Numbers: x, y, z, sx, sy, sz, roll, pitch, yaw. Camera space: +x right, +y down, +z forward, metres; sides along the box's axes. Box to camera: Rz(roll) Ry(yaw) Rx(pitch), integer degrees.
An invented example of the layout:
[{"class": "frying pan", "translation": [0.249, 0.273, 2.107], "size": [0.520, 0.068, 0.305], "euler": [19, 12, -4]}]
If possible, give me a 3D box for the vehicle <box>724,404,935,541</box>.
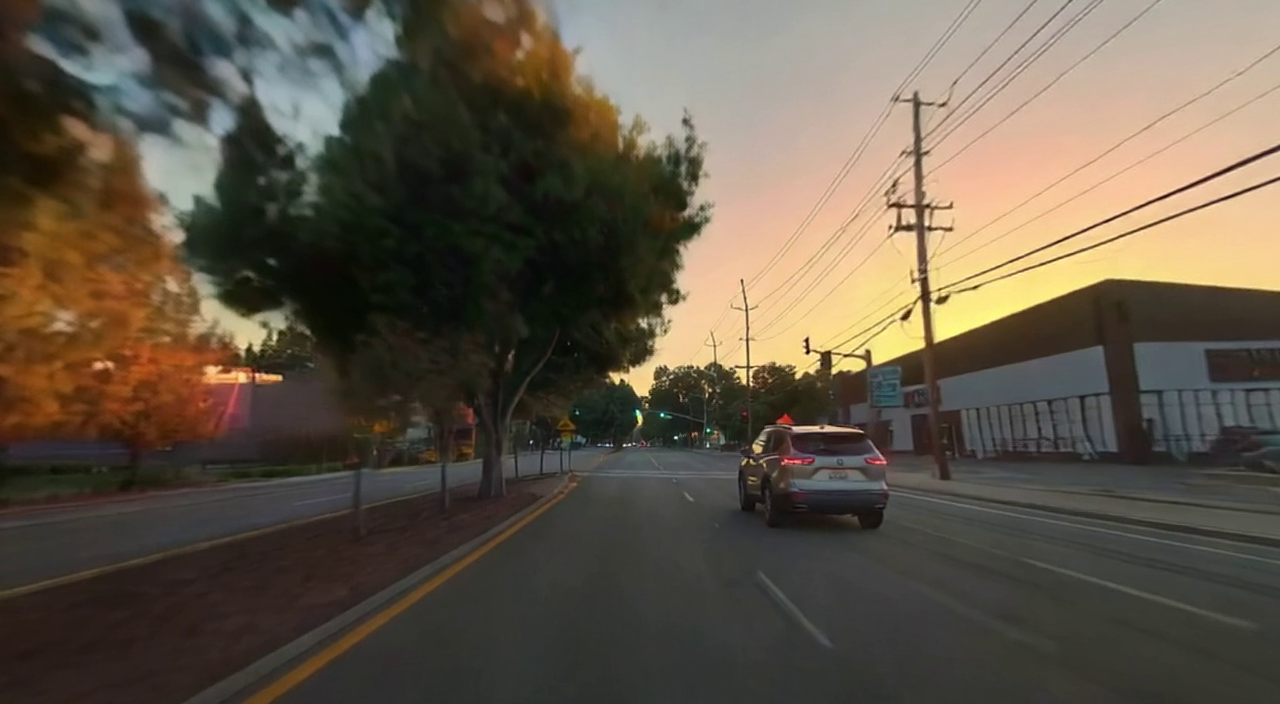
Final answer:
[{"class": "vehicle", "translation": [2.869, 1.971, 10.924], "size": [2.060, 1.820, 4.713], "euler": [0, -9, -1]}]
